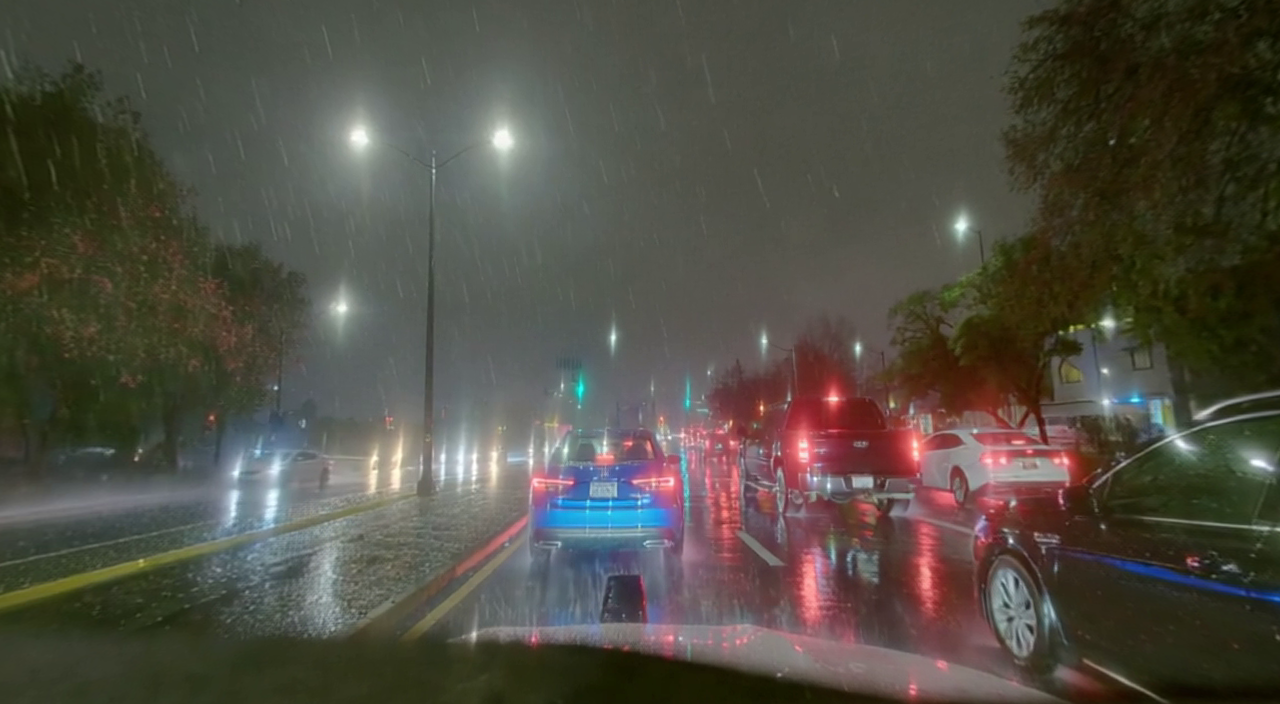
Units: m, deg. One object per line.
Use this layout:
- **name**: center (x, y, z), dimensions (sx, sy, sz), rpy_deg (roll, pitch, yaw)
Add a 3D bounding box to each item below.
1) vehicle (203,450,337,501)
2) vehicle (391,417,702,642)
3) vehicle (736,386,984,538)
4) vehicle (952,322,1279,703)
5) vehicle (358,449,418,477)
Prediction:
- **vehicle**: center (-12.574, 4.170, 21.743), dimensions (1.882, 1.538, 4.382), rpy_deg (0, -8, 1)
- **vehicle**: center (-0.581, 1.501, 6.338), dimensions (2.111, 1.506, 4.018), rpy_deg (0, -9, 2)
- **vehicle**: center (3.513, 1.959, 11.699), dimensions (2.444, 2.098, 5.766), rpy_deg (0, -9, -1)
- **vehicle**: center (3.154, 0.759, 2.085), dimensions (1.982, 1.709, 4.427), rpy_deg (0, -9, 1)
- **vehicle**: center (-15.977, 7.024, 40.066), dimensions (2.000, 1.656, 4.160), rpy_deg (0, -8, 1)
